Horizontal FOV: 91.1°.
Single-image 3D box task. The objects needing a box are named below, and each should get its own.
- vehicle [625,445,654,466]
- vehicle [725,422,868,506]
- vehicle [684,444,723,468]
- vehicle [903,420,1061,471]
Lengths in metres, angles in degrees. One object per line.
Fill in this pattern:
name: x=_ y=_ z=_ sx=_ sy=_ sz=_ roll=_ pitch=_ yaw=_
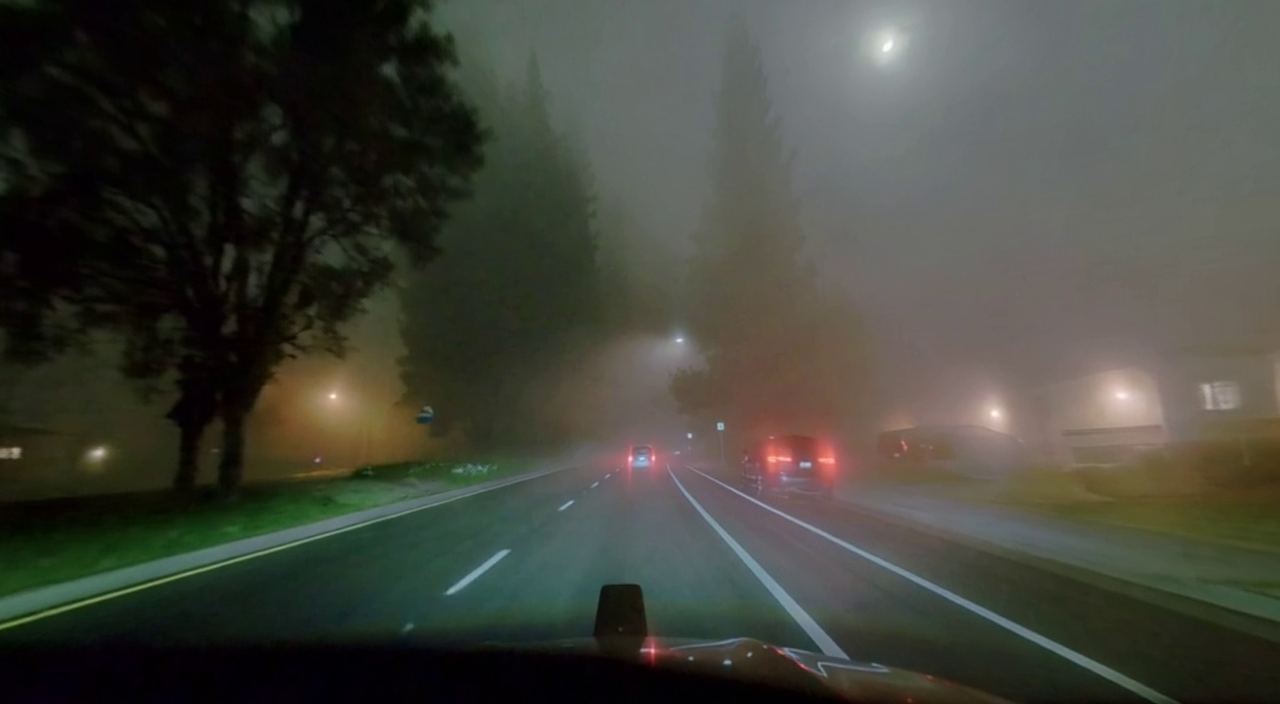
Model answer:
vehicle: x=-0.034 y=7.628 z=46.391 sx=2.054 sy=1.456 sz=4.003 roll=0 pitch=-8 yaw=1
vehicle: x=3.790 y=2.853 z=16.478 sx=2.203 sy=1.828 sz=5.336 roll=0 pitch=-9 yaw=-2
vehicle: x=4.212 y=7.023 z=42.380 sx=2.069 sy=1.491 sz=4.676 roll=1 pitch=-9 yaw=-1
vehicle: x=12.724 y=3.491 z=23.615 sx=4.694 sy=1.622 sz=2.067 roll=-2 pitch=-7 yaw=1
